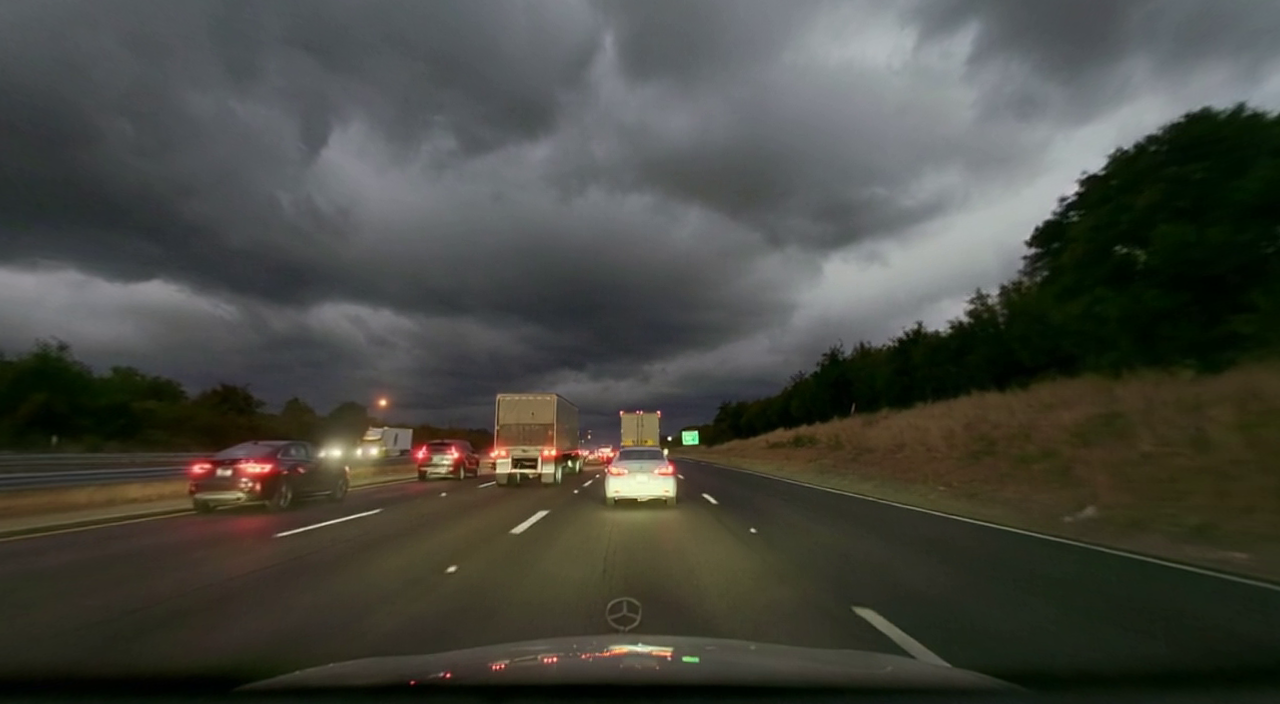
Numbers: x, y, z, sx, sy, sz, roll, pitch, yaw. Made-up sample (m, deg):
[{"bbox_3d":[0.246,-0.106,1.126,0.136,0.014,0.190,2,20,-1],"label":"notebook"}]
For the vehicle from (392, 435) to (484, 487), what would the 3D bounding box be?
[{"bbox_3d":[-7.475,4.070,23.818,1.952,1.746,4.332,-1,-9,1],"label":"vehicle"}]

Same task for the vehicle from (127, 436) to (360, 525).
[{"bbox_3d":[-7.973,2.599,13.371,1.879,1.521,4.623,-1,-9,1],"label":"vehicle"}]

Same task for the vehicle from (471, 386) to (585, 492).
[{"bbox_3d":[-3.849,3.302,23.651,2.812,3.342,7.248,-1,-9,1],"label":"vehicle"}]

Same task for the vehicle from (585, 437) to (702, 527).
[{"bbox_3d":[0.035,2.467,12.463,1.995,1.495,3.380,0,-9,-1],"label":"vehicle"}]
